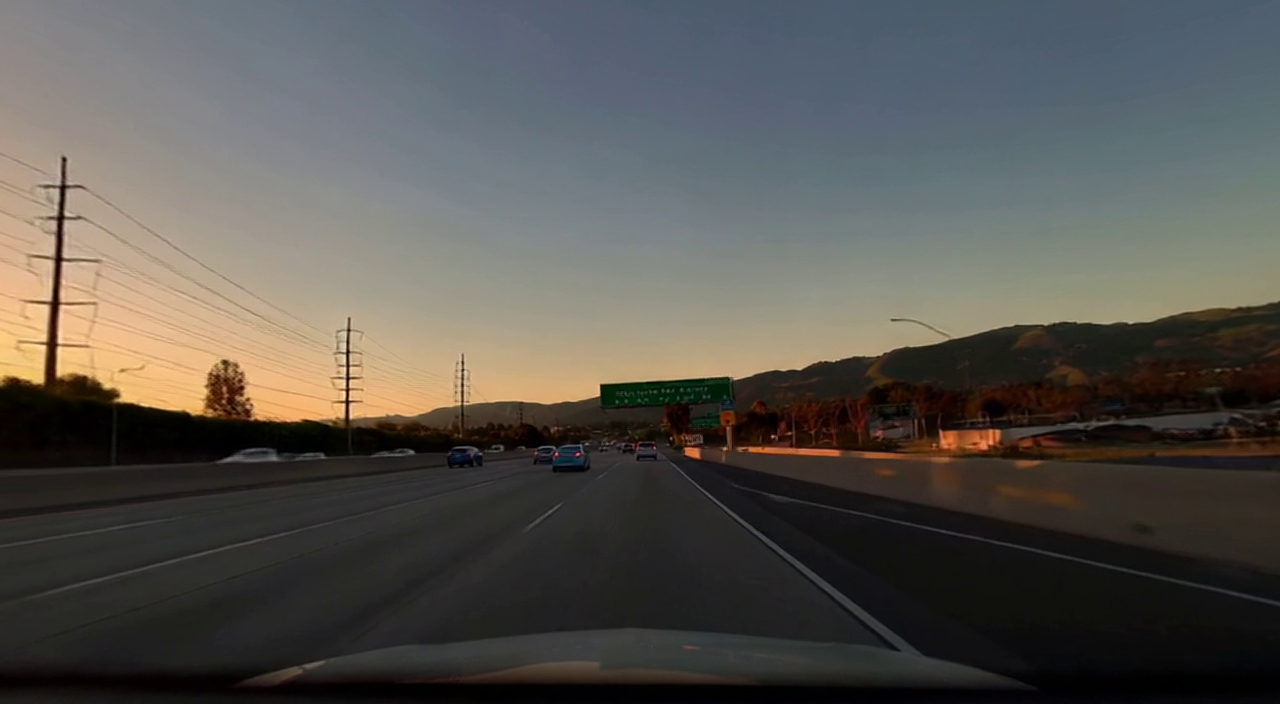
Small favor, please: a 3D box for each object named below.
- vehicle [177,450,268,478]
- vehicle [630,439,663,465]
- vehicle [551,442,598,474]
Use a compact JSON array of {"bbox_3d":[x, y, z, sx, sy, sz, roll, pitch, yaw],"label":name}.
[{"bbox_3d":[-28.076,7.496,42.711,2.224,1.702,5.576,-1,-8,1],"label":"vehicle"},{"bbox_3d":[0.417,7.010,44.452,2.194,1.737,4.127,0,-8,0],"label":"vehicle"},{"bbox_3d":[-3.387,5.560,33.316,1.967,1.517,4.808,0,-8,0],"label":"vehicle"}]
